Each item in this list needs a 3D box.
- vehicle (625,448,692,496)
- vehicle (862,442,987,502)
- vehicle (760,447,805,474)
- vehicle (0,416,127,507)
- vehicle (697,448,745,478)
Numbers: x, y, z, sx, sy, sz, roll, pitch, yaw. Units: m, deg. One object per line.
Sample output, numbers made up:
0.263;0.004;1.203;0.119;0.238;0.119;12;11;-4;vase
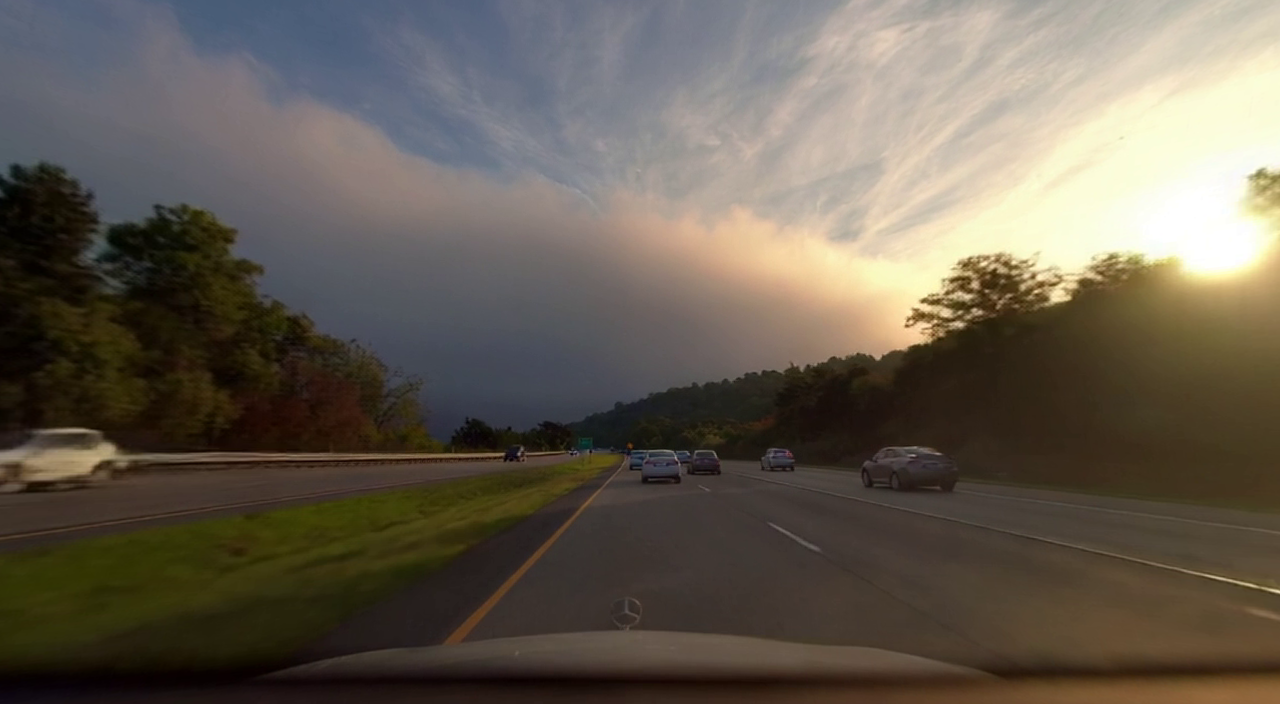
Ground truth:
0.563;3.927;20.926;2.020;1.426;3.702;0;-9;0;vehicle
8.188;3.473;18.545;1.847;1.554;3.752;0;-9;-1;vehicle
8.988;6.901;40.105;1.957;1.594;3.632;0;-9;-1;vehicle
-12.139;2.012;11.564;1.950;1.566;4.141;0;-9;0;vehicle
4.282;5.944;34.040;1.981;1.518;4.029;0;-9;-1;vehicle
